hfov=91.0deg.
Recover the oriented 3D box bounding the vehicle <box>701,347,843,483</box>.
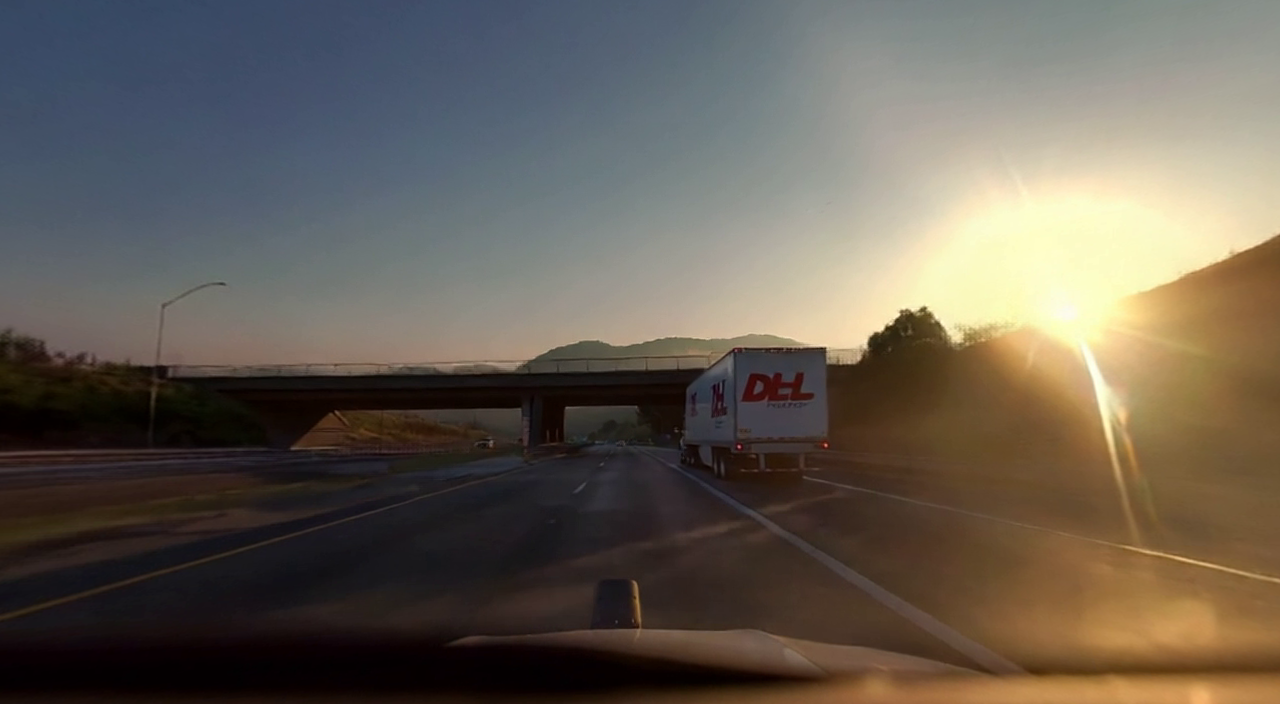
[{"bbox_3d":[4.226,2.387,22.438,2.880,3.918,8.254,0,-8,-2],"label":"vehicle"}]
